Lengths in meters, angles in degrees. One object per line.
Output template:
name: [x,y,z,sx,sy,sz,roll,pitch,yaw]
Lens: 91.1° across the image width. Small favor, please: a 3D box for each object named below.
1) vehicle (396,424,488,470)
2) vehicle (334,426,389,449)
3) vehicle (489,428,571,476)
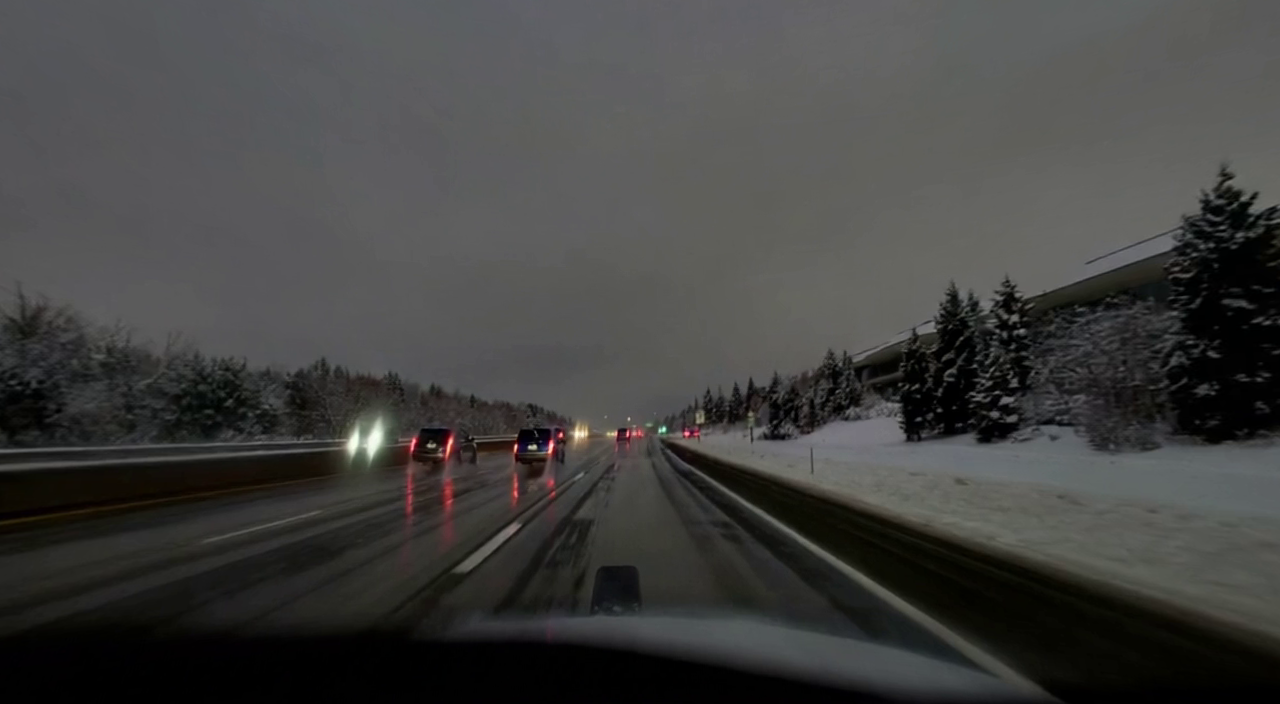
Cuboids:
vehicle: [-7.415,3.602,24.063,1.985,1.575,4.453,0,-8,1]
vehicle: [-20.796,6.416,47.182,1.837,1.642,4.843,0,-8,1]
vehicle: [-3.732,3.448,22.095,1.996,1.490,4.571,0,-8,1]
